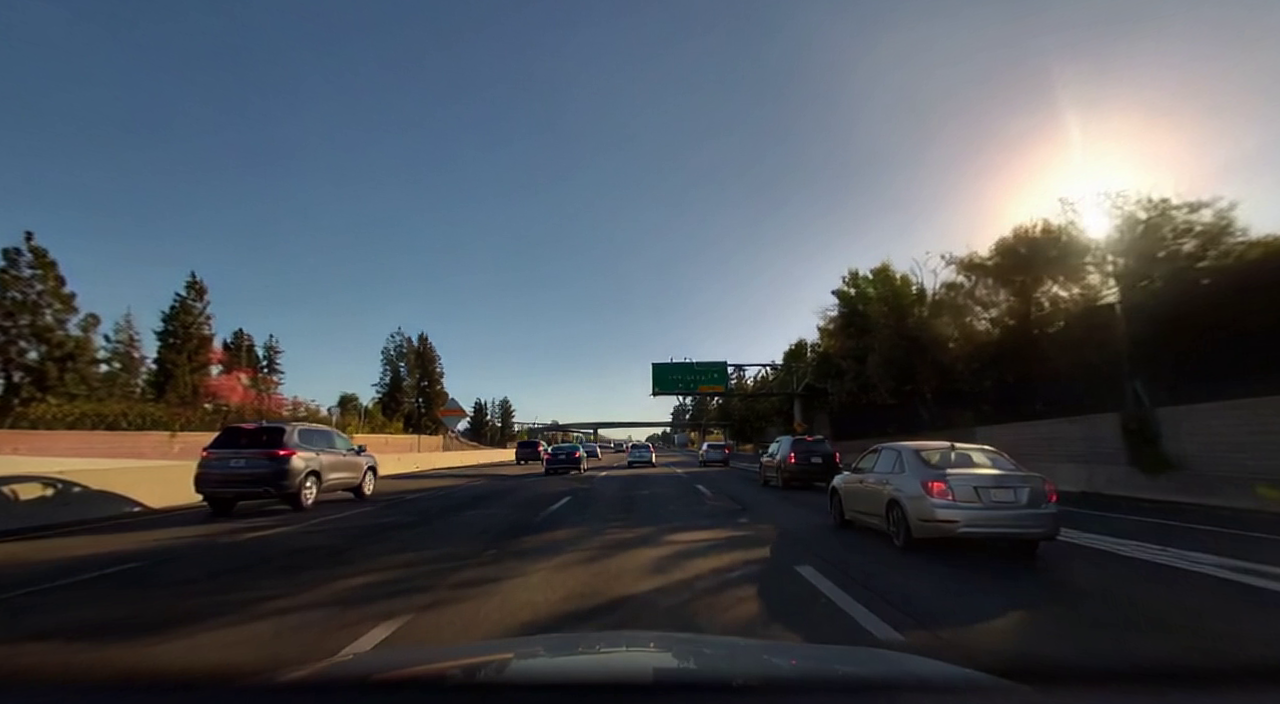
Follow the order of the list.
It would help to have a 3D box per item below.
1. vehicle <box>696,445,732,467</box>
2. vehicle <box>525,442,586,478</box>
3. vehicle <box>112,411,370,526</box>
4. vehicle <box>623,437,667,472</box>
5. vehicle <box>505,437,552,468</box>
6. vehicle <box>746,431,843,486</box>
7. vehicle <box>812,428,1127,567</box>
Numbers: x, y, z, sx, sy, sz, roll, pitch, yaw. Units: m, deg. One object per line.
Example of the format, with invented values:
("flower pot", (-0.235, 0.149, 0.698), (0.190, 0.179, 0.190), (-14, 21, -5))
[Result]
("vehicle", (5.193, 7.307, 44.514), (1.944, 1.465, 4.245), (0, -9, -1))
("vehicle", (-3.698, 4.806, 28.204), (2.071, 1.478, 4.130), (0, -9, 1))
("vehicle", (-7.498, 2.252, 12.608), (2.142, 1.849, 4.566), (0, -9, 0))
("vehicle", (0.250, 5.468, 33.663), (2.158, 1.706, 4.219), (0, -9, 0))
("vehicle", (-6.955, 6.344, 39.709), (2.111, 1.811, 4.391), (0, -9, 0))
("vehicle", (5.331, 3.757, 22.416), (2.335, 1.759, 4.297), (0, -9, -1))
("vehicle", (4.228, 1.941, 9.196), (2.141, 1.507, 4.510), (0, -9, 0))
